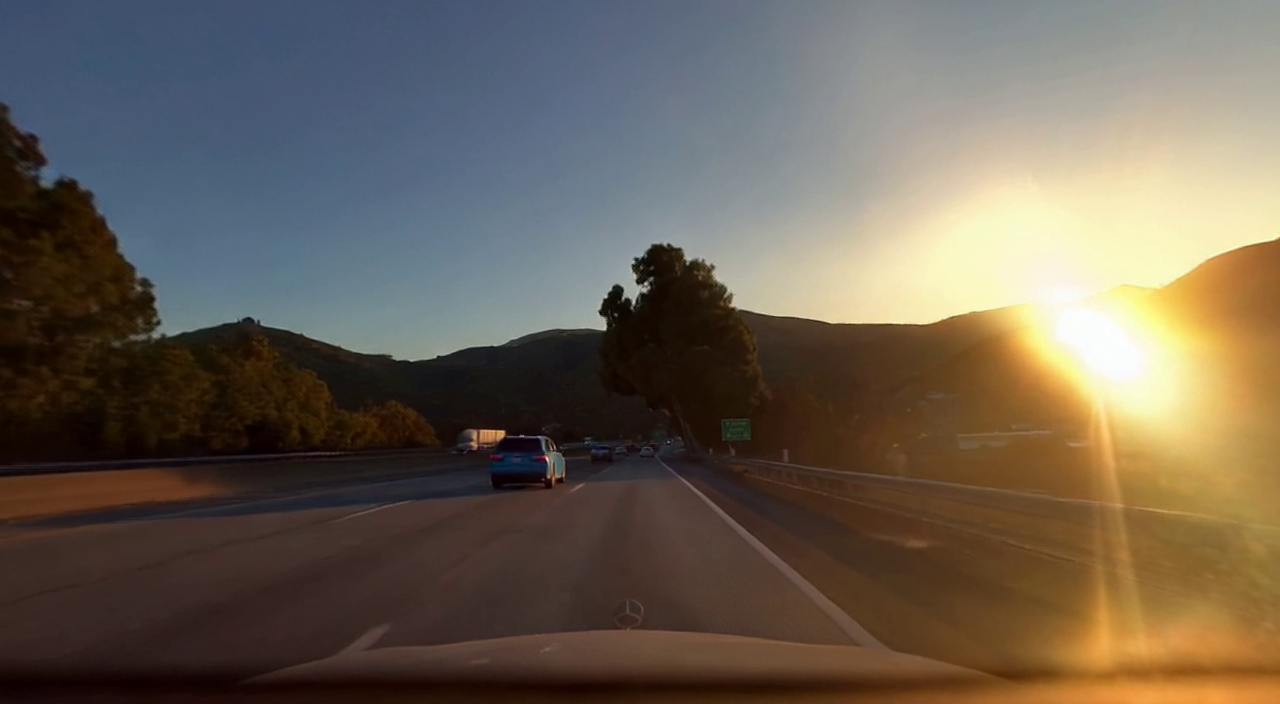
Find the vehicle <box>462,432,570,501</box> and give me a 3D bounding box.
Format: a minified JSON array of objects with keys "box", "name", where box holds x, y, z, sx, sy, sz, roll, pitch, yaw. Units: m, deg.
[{"box":[-3.405,3.232,18.280,2.138,1.718,4.415,-1,-8,1],"name":"vehicle"}]
